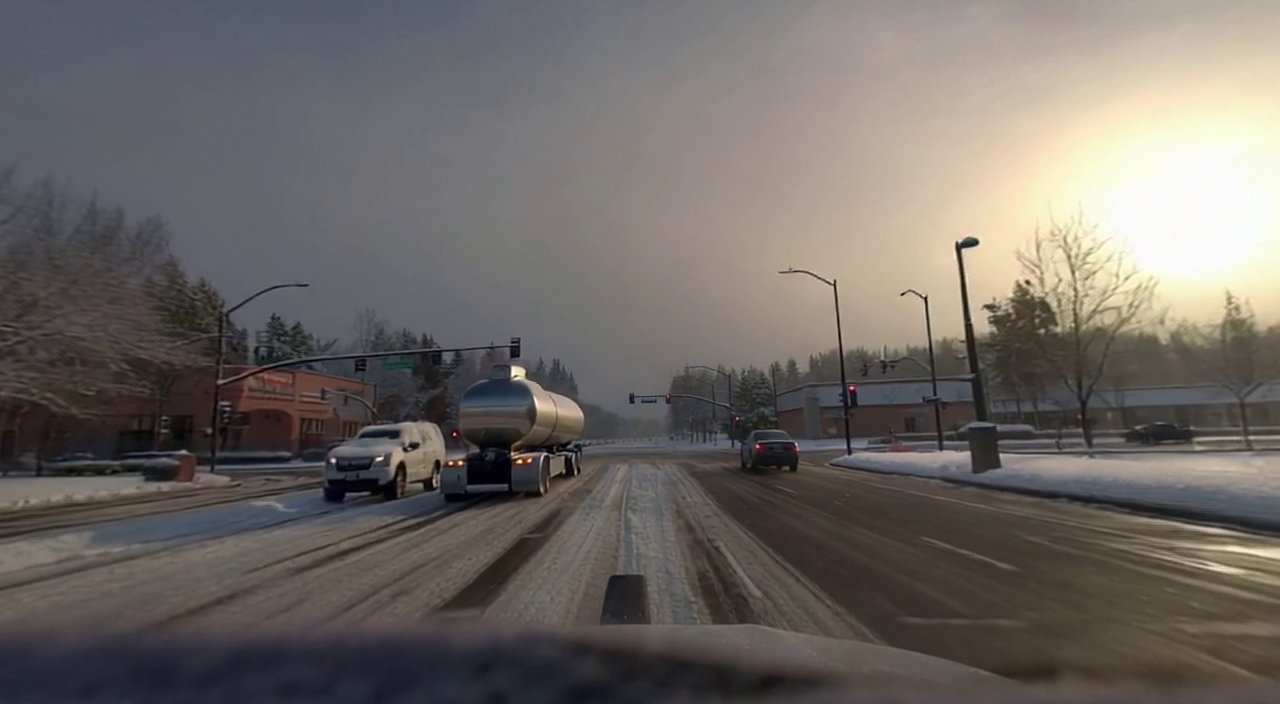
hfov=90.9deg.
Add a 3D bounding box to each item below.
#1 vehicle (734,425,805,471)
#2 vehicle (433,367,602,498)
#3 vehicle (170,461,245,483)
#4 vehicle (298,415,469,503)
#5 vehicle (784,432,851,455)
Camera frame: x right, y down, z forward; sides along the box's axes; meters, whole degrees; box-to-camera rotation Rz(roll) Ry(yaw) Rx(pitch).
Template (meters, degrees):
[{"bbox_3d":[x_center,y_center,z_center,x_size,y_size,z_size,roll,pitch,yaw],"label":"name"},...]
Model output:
[{"bbox_3d":[5.828,4.408,29.036,2.093,1.926,4.749,0,-8,-2],"label":"vehicle"},{"bbox_3d":[-3.232,2.880,21.922,2.841,3.004,14.901,0,-8,0],"label":"vehicle"},{"bbox_3d":[-30.797,8.525,44.918,4.507,1.470,1.816,-2,-9,15],"label":"vehicle"},{"bbox_3d":[-6.662,2.868,17.322,2.375,1.989,5.497,0,-8,0],"label":"vehicle"},{"bbox_3d":[12.803,6.683,45.799,4.450,1.580,1.808,-2,-8,9],"label":"vehicle"}]
